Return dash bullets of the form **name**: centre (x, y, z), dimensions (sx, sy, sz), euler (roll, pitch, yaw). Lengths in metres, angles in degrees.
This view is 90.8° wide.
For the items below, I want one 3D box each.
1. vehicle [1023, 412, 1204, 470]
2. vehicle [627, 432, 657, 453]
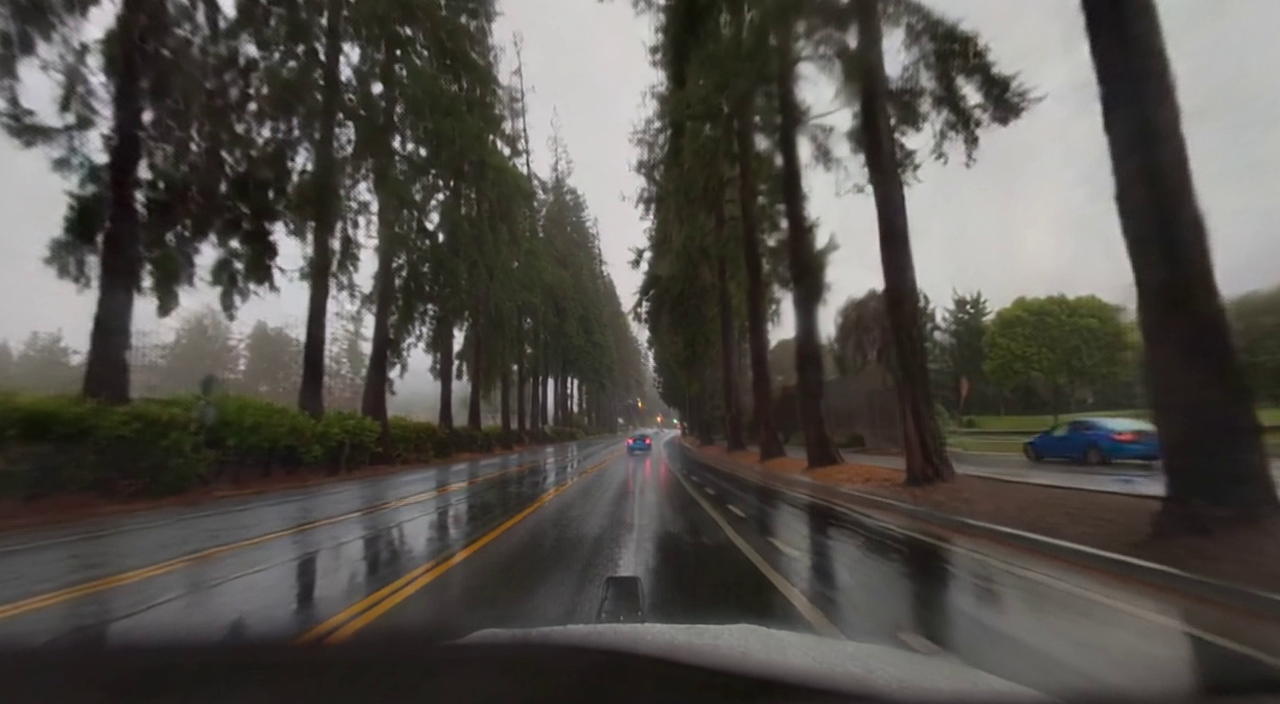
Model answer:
- **vehicle**: centre (13.517, 2.596, 18.473), dimensions (1.762, 1.479, 4.546), euler (0, -8, 0)
- **vehicle**: centre (0.182, 6.680, 46.593), dimensions (2.067, 1.486, 3.861), euler (0, -9, 2)
